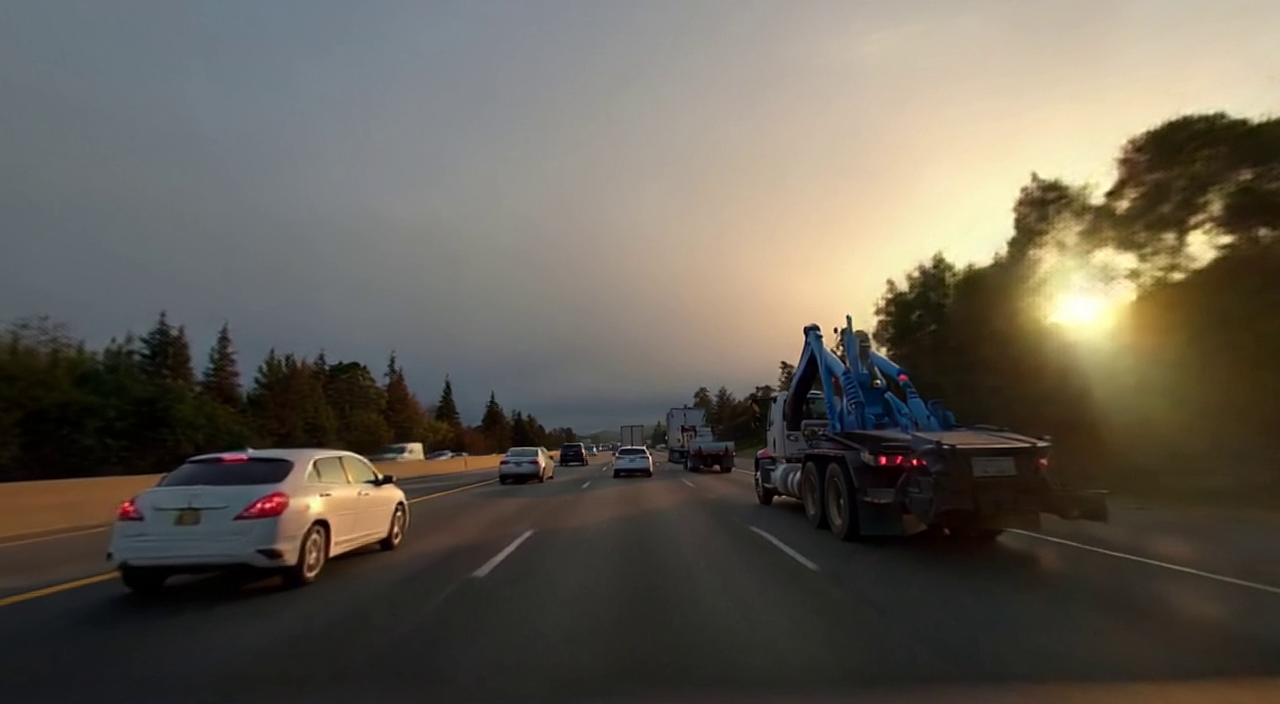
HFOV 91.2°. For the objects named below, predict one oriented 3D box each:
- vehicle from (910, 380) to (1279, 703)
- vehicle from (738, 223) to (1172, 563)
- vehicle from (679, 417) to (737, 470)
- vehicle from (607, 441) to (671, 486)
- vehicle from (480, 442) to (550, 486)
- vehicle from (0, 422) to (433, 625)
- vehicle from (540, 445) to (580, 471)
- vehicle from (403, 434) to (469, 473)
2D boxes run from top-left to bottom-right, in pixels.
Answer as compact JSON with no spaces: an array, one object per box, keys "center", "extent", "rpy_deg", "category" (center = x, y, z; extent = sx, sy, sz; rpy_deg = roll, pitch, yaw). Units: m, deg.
[{"center":[4.068,1.054,3.433],"extent":[2.599,1.631,5.693],"rpy_deg":[0,-9,-1],"category":"vehicle"},{"center":[3.915,1.008,10.839],"extent":[2.975,3.618,8.456],"rpy_deg":[0,-9,0],"category":"vehicle"},{"center":[3.832,5.416,36.940],"extent":[2.416,2.829,7.016],"rpy_deg":[0,-9,-1],"category":"vehicle"},{"center":[-0.081,4.072,23.138],"extent":[2.150,1.498,3.988],"rpy_deg":[0,-9,-2],"category":"vehicle"},{"center":[-4.613,4.192,23.724],"extent":[1.858,1.527,3.974],"rpy_deg":[0,-9,0],"category":"vehicle"},{"center":[-4.134,1.665,7.155],"extent":[1.880,1.507,4.757],"rpy_deg":[0,-9,1],"category":"vehicle"},{"center":[-4.838,6.496,38.490],"extent":[1.924,1.481,4.264],"rpy_deg":[0,-9,0],"category":"vehicle"},{"center":[-13.307,6.701,41.410],"extent":[2.367,2.325,5.862],"rpy_deg":[0,-9,0],"category":"vehicle"}]
